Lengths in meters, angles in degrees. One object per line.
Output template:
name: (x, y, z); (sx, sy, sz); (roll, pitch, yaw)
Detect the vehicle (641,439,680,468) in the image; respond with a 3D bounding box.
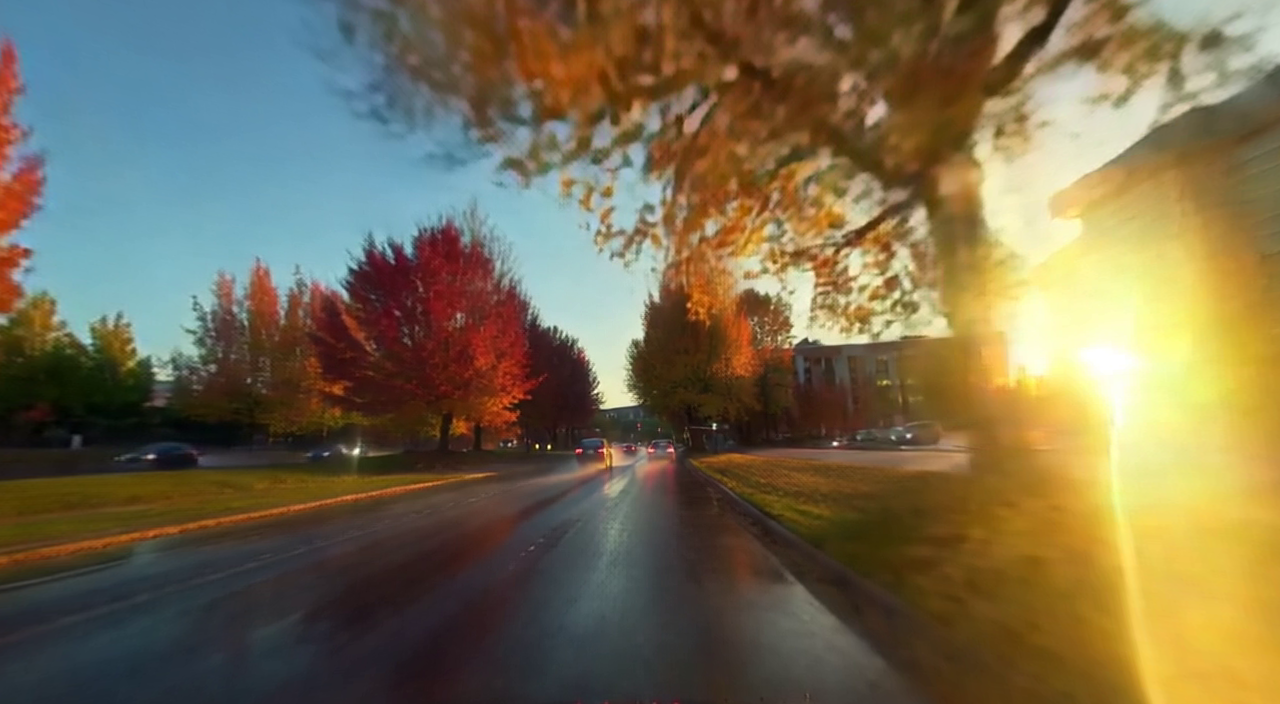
vehicle: (1.094, 5.518, 34.331); (2.040, 1.493, 3.682); (0, -8, 1)

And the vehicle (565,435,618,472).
vehicle: (-2.331, 4.995, 31.264); (2.197, 1.709, 4.069); (0, -8, 2)

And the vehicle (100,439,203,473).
vehicle: (-29.928, 6.356, 38.826); (2.010, 1.915, 5.100); (-1, -8, 3)
